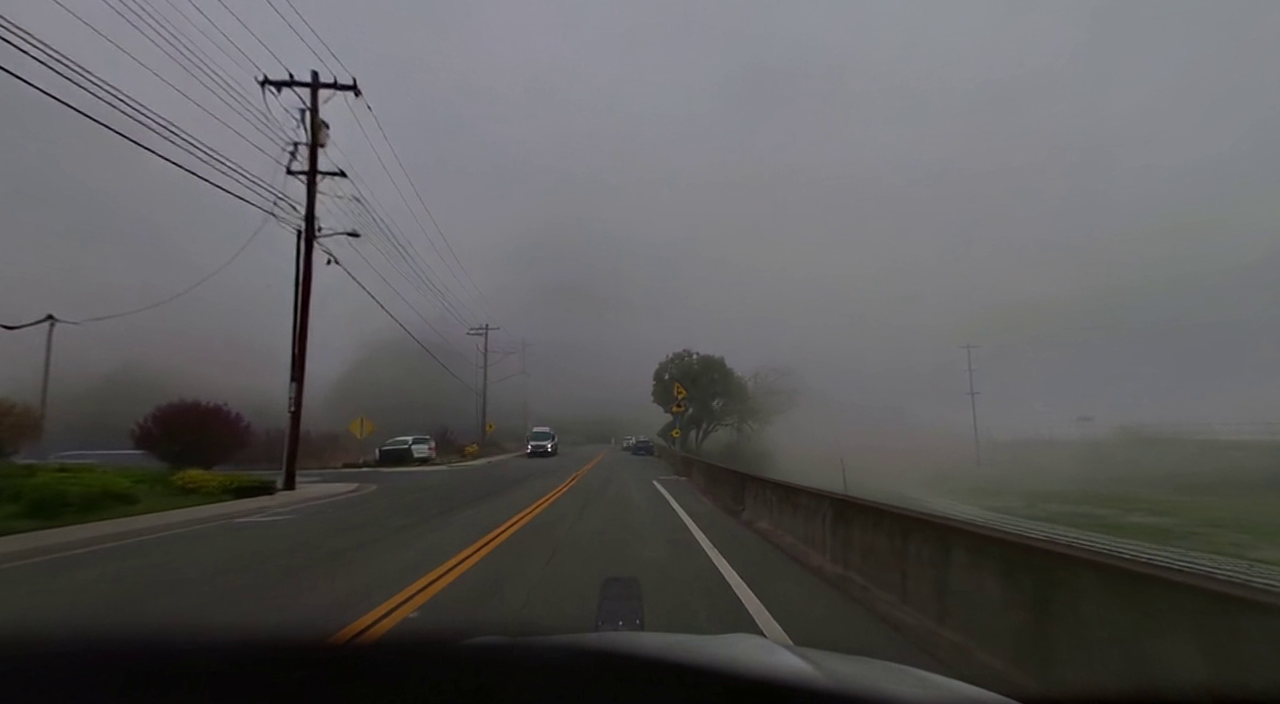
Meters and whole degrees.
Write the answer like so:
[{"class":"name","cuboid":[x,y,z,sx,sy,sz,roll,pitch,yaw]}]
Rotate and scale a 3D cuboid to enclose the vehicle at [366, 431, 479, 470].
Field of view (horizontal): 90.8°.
[{"class":"vehicle","cuboid":[-10.096,4.609,29.557,4.500,1.674,1.915,8,-11,-42]}]
